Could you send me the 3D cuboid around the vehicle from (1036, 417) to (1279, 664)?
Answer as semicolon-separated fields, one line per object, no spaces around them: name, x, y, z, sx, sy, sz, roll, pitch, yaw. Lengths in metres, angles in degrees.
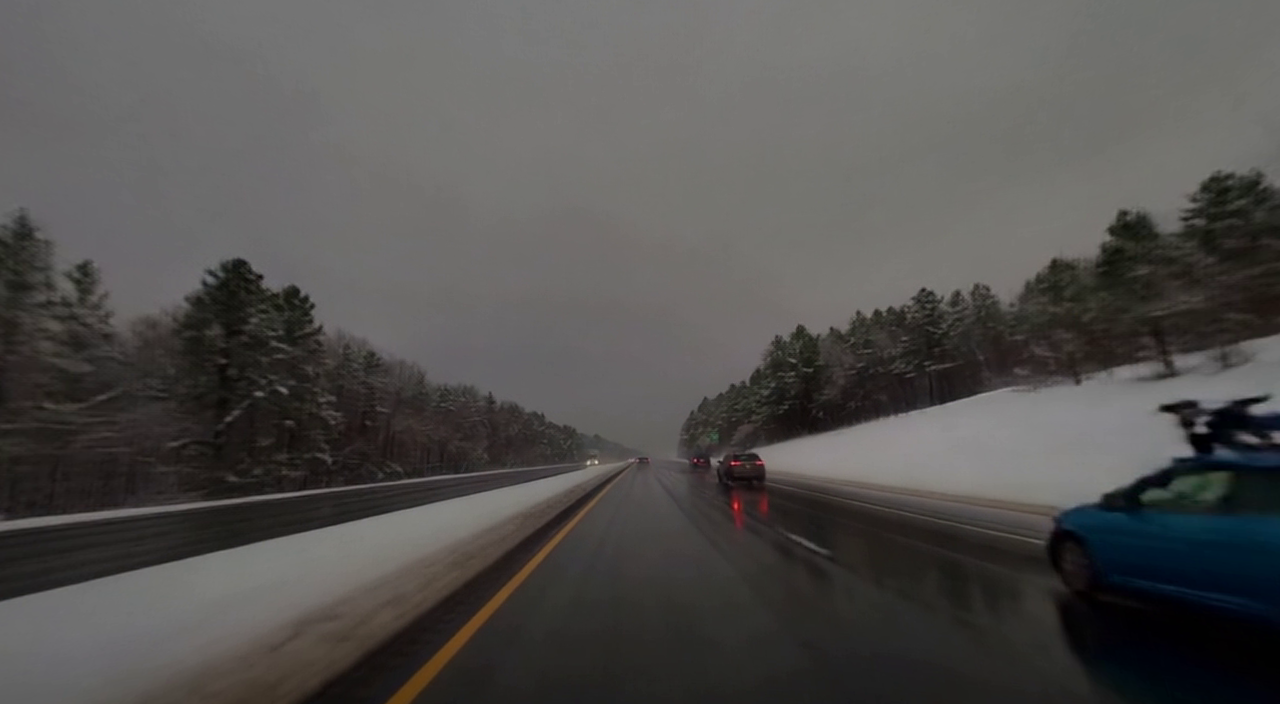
vehicle;4.961;1.242;4.390;1.964;1.513;3.707;0;-9;0

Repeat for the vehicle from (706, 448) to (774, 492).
vehicle;4.109;4.931;26.683;2.122;1.662;4.392;0;-9;0
